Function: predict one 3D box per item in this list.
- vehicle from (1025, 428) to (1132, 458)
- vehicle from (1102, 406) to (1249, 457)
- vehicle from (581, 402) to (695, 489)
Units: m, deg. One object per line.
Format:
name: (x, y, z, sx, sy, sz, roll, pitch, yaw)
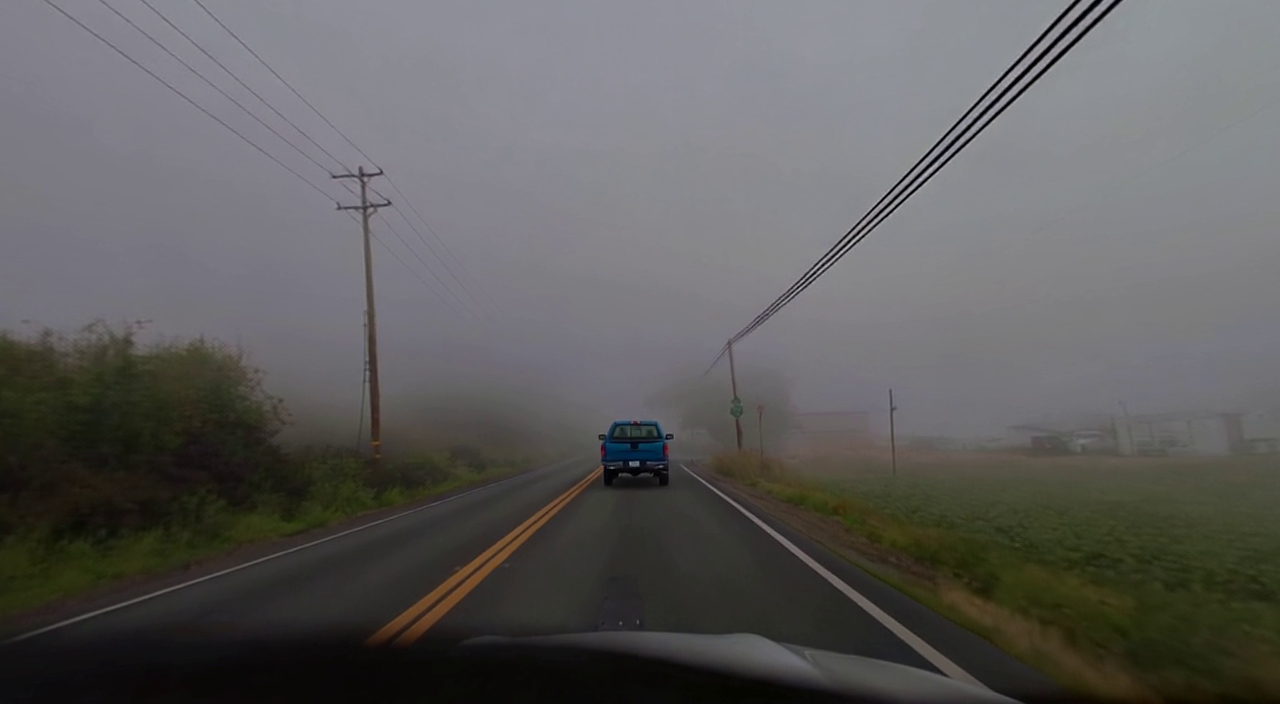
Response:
vehicle: (31.394, 6.555, 45.587, 2.323, 2.002, 6.310, 2, -8, -13)
vehicle: (33.636, 5.068, 39.986, 2.581, 2.932, 6.340, 4, -9, -27)
vehicle: (-0.107, 3.034, 20.629, 3.021, 2.326, 7.410, 0, -8, -1)
